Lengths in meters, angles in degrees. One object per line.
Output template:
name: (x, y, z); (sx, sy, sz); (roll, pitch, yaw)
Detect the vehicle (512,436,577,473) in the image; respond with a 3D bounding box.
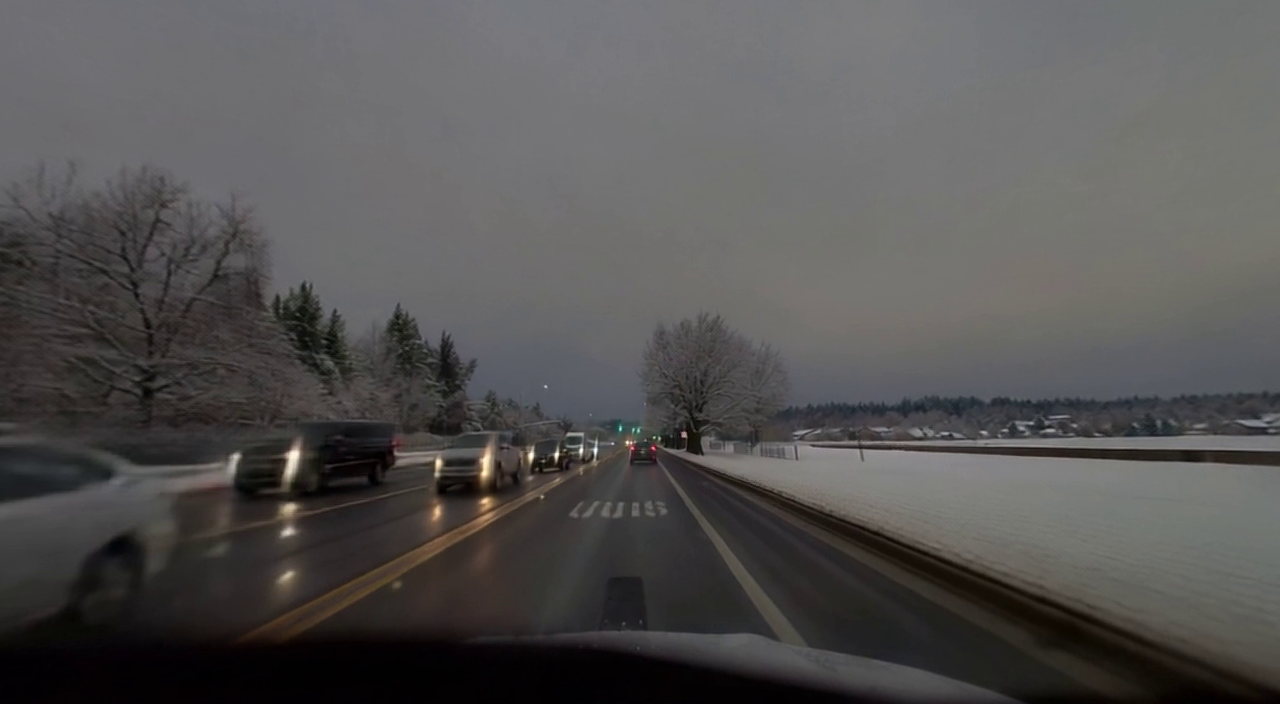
vehicle: (-4.118, 4.517, 27.928); (2.121, 1.485, 4.363); (0, -8, 1)

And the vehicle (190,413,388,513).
vehicle: (-7.995, 2.519, 14.978); (2.062, 1.820, 4.577); (-5, -7, 1)

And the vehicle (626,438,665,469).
vehicle: (0.269, 5.165, 32.219); (1.875, 1.453, 3.888); (0, -8, 0)

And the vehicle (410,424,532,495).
vehicle: (-4.505, 2.947, 17.635); (2.042, 1.713, 4.493); (-1, -8, 2)

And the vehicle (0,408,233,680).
vehicle: (-4.561, 1.048, 3.381); (2.068, 1.480, 4.039); (0, -8, 0)
